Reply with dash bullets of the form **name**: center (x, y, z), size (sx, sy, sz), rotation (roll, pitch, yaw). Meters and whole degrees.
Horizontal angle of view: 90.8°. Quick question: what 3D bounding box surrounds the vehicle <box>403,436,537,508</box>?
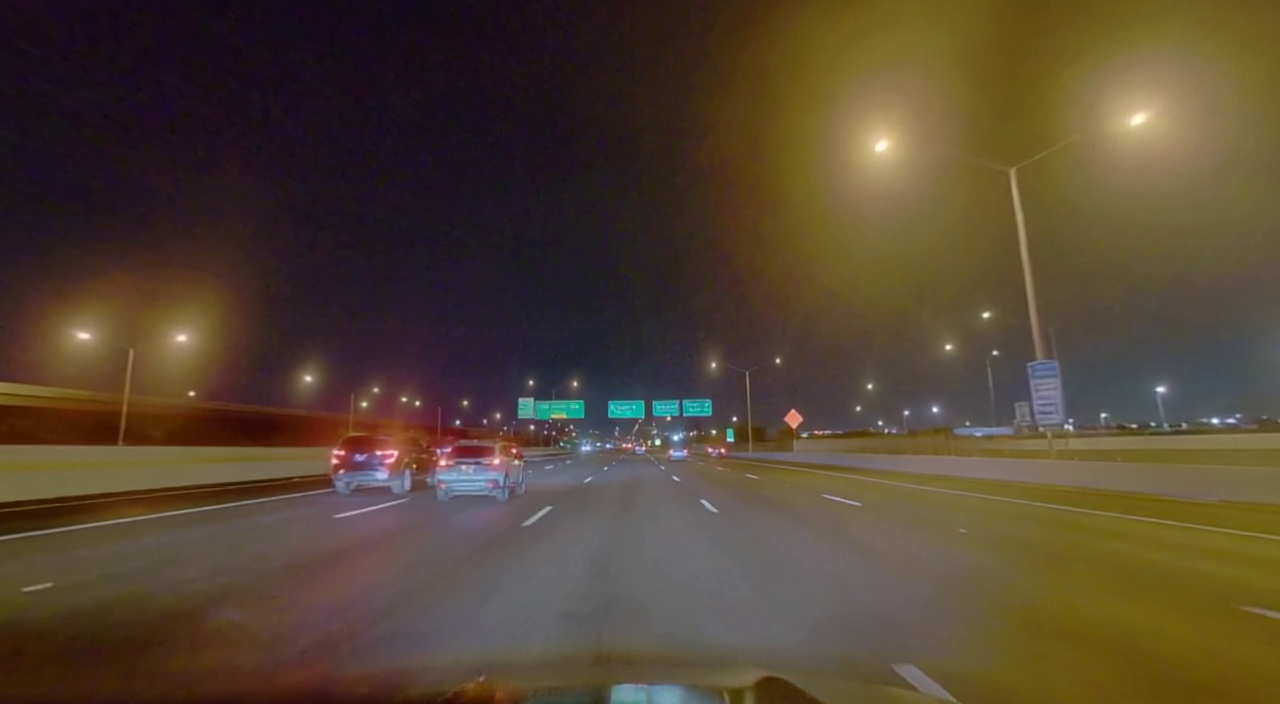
- **vehicle**: center (-4.009, 2.900, 15.799), size (2.051, 1.516, 4.493), rotation (0, -8, 1)

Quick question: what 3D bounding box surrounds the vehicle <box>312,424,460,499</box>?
- **vehicle**: center (-7.156, 3.161, 18.589), size (2.208, 1.876, 5.088), rotation (0, -8, 0)
